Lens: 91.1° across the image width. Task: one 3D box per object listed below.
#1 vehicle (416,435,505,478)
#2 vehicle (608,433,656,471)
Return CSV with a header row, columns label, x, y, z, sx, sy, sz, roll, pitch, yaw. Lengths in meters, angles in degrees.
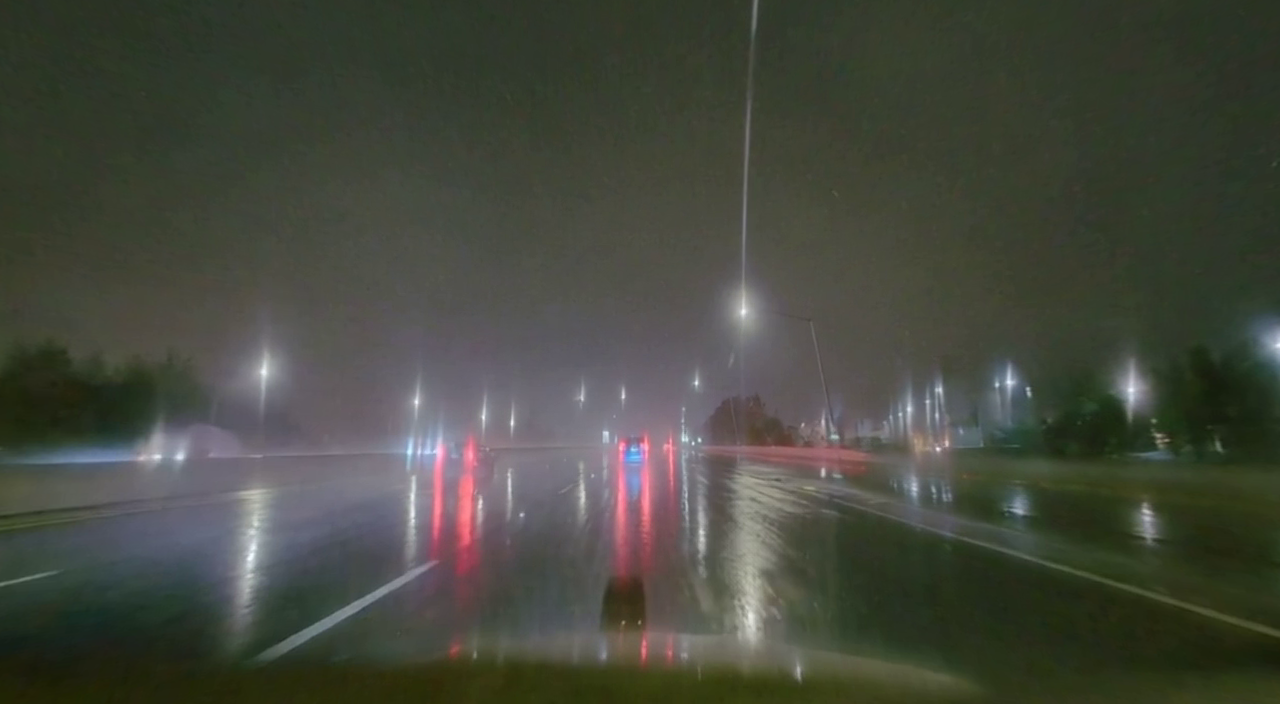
label,x,y,z,sx,sy,sz,roll,pitch,yaw
vehicle,-6.914,4.076,24.740,1.994,1.519,4.668,0,-9,2
vehicle,-0.312,4.795,30.204,2.155,1.690,4.318,0,-9,1
